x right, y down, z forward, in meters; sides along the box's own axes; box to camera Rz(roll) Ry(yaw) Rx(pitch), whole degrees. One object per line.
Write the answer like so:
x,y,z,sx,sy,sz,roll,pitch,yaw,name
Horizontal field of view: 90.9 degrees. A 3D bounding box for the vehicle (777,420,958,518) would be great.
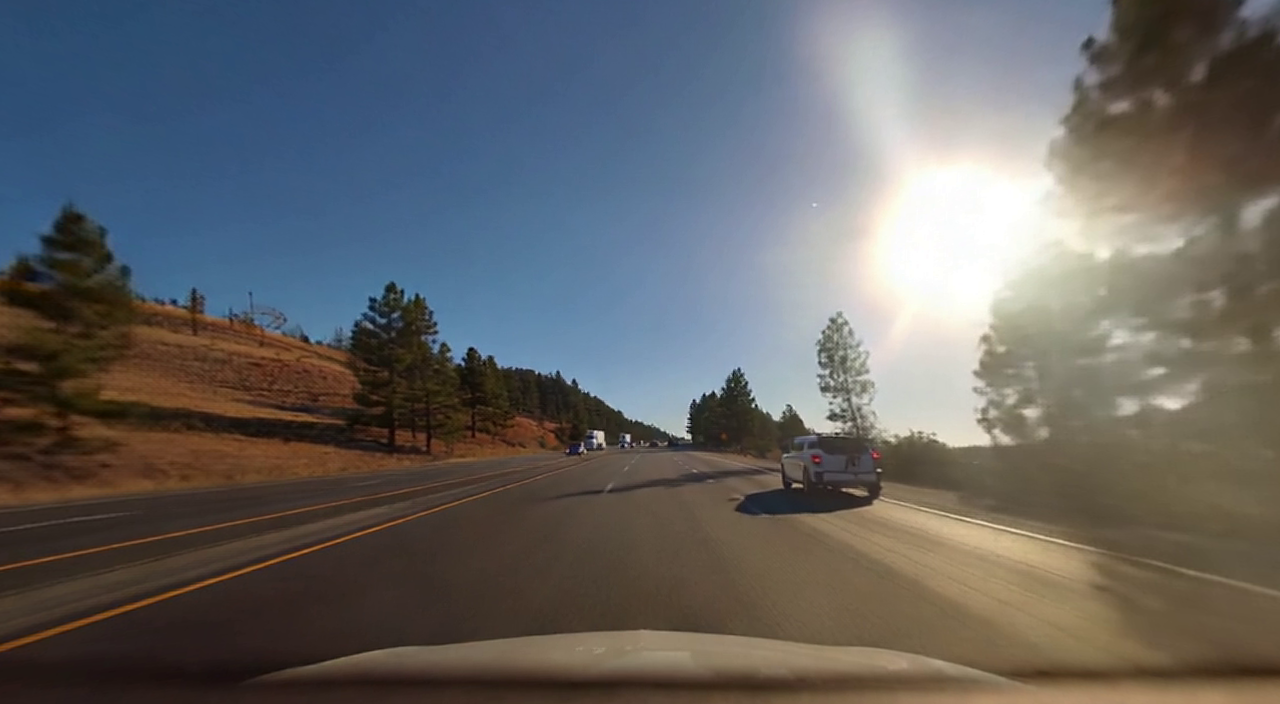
4.579,2.431,13.696,2.098,1.703,4.862,0,-8,0,vehicle
